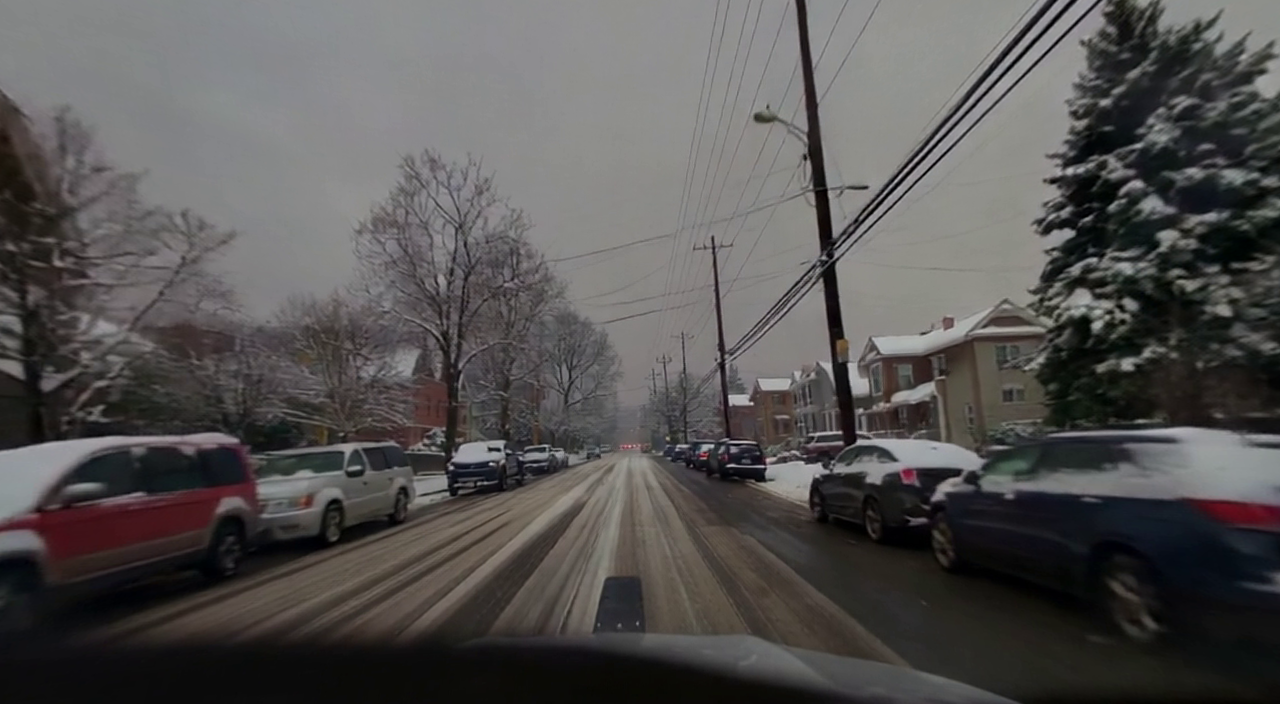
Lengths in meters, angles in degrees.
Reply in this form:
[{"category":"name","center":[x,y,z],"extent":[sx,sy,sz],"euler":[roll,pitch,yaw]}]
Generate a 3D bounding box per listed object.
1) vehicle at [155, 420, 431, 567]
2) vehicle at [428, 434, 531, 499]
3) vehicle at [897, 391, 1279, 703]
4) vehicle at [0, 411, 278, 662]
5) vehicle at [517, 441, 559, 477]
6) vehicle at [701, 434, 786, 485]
[{"category":"vehicle","center":[-5.422,2.227,10.929],"extent":[1.955,1.844,5.109],"euler":[-2,-8,-1]},{"category":"vehicle","center":[-5.544,3.983,22.686],"extent":[2.285,1.895,5.883],"euler":[-2,-8,-1]},{"category":"vehicle","center":[4.196,1.364,5.562],"extent":[1.979,1.620,4.684],"euler":[0,-9,1]},{"category":"vehicle","center":[-5.389,1.512,5.685],"extent":[1.873,1.709,4.206],"euler":[-3,-8,-1]},{"category":"vehicle","center":[-5.869,6.154,36.764],"extent":[2.046,1.825,4.627],"euler":[-2,-8,-6]},{"category":"vehicle","center":[4.044,4.349,25.859],"extent":[2.279,1.848,5.577],"euler":[1,-9,-3]}]
